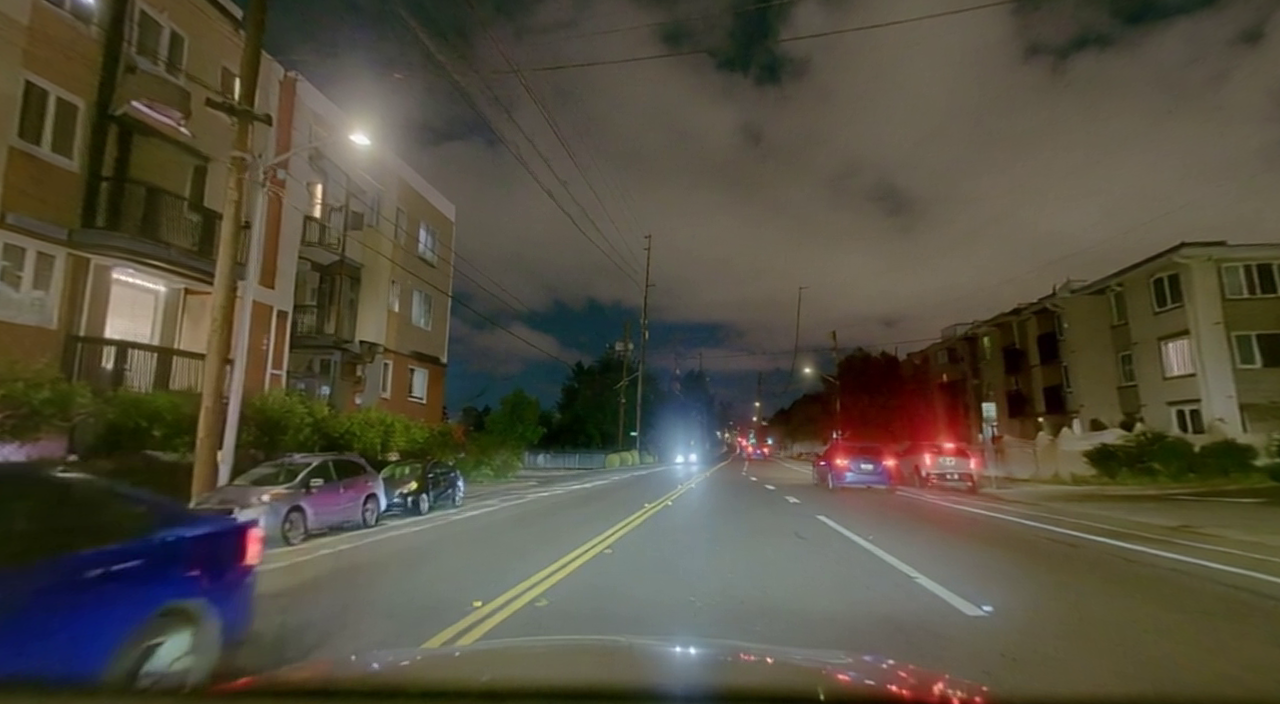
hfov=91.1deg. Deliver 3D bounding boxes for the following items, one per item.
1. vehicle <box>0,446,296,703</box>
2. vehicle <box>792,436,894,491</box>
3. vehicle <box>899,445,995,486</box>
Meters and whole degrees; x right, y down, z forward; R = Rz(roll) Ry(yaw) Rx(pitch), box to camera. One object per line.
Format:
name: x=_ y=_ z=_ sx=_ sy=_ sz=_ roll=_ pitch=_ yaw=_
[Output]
vehicle: x=-3.741 y=1.054 z=2.110 sx=2.155 sy=1.436 sz=4.501 roll=-2 pitch=-9 yaw=9
vehicle: x=6.191 y=3.452 z=19.771 sx=2.052 sy=1.506 sz=4.432 roll=-1 pitch=-8 yaw=5
vehicle: x=12.249 y=4.529 z=25.397 sx=1.935 sy=1.478 sz=4.711 roll=-1 pitch=-8 yaw=6
